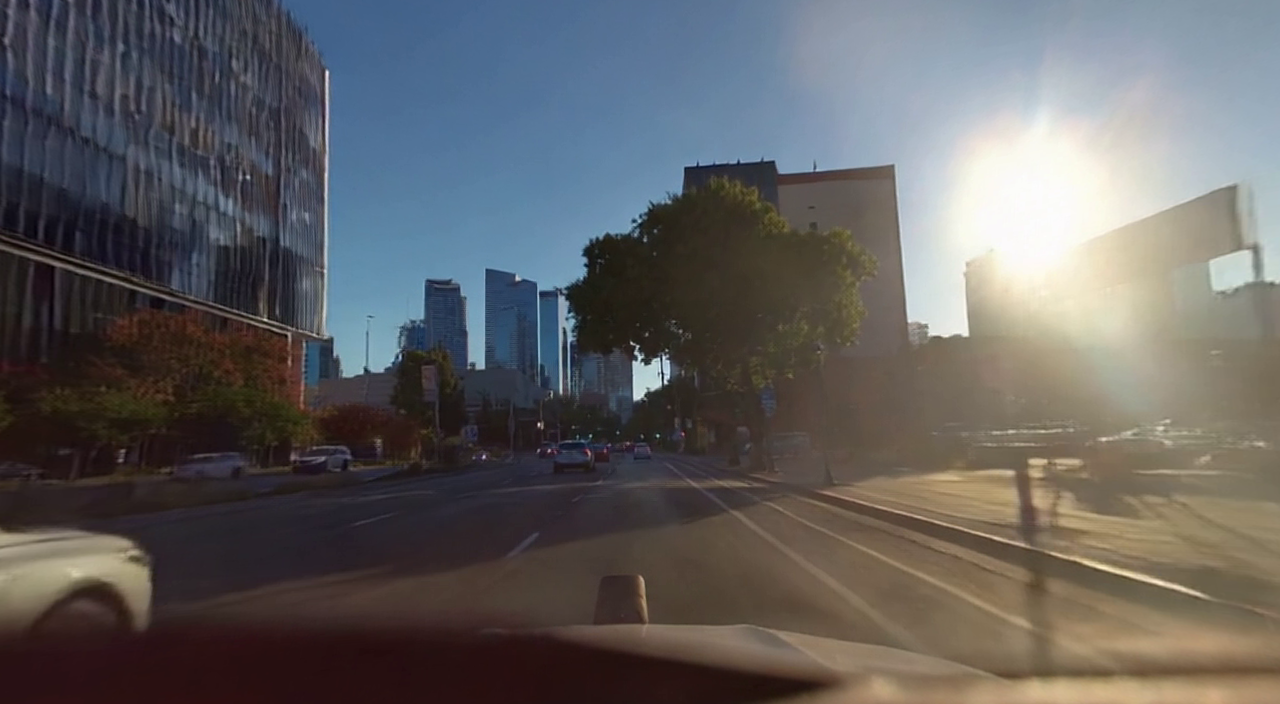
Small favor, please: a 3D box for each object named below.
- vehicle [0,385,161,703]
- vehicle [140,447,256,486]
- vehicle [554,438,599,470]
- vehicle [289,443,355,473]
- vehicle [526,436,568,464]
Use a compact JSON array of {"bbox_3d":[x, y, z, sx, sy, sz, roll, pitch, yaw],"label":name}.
[{"bbox_3d":[-3.359,0.677,0.907,2.040,1.497,4.193,0,-8,0],"label":"vehicle"},{"bbox_3d":[-20.017,5.176,28.925,1.918,1.601,4.610,0,-8,1],"label":"vehicle"},{"bbox_3d":[-3.310,5.369,33.370,1.983,1.545,3.773,0,-8,0],"label":"vehicle"},{"bbox_3d":[-20.163,6.718,40.300,1.910,1.748,4.303,0,-8,0],"label":"vehicle"},{"bbox_3d":[-6.603,7.018,45.391,2.224,1.821,4.711,0,-8,1],"label":"vehicle"}]
